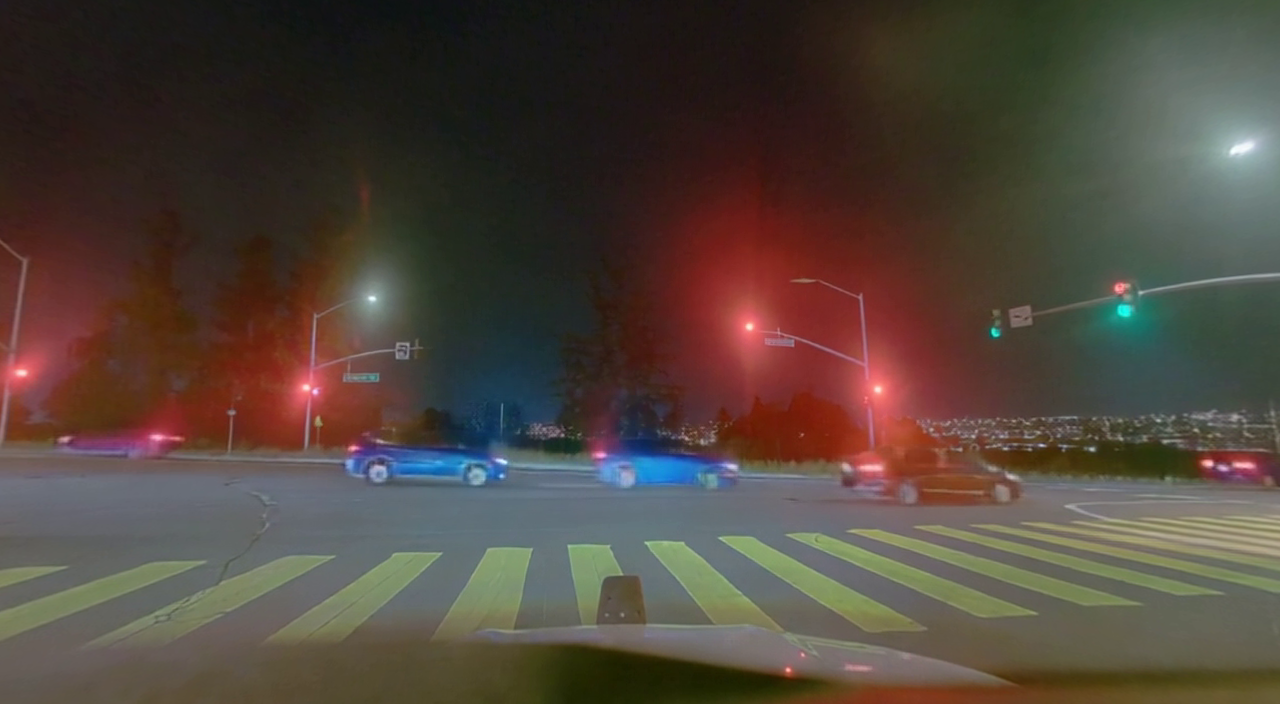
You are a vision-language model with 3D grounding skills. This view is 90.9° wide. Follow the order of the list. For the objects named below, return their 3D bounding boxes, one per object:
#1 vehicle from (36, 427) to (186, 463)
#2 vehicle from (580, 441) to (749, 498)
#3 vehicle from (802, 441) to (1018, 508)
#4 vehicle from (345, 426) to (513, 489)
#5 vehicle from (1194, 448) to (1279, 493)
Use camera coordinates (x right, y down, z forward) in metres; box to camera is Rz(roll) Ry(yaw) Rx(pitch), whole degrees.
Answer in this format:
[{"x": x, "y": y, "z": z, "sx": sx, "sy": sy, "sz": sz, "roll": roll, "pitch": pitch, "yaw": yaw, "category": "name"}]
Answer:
[{"x": -22.454, "y": 3.973, "z": 26.985, "sx": 4.431, "sy": 1.464, "sz": 1.812, "roll": 3, "pitch": -9, "yaw": -18, "category": "vehicle"}, {"x": 0.675, "y": 3.328, "z": 18.242, "sx": 4.475, "sy": 1.496, "sz": 1.861, "roll": 3, "pitch": -9, "yaw": -17, "category": "vehicle"}, {"x": 6.858, "y": 3.052, "z": 16.100, "sx": 4.952, "sy": 1.511, "sz": 1.855, "roll": 2, "pitch": -9, "yaw": -17, "category": "vehicle"}, {"x": -6.539, "y": 3.291, "z": 19.905, "sx": 4.708, "sy": 1.810, "sz": 1.986, "roll": 3, "pitch": -9, "yaw": -18, "category": "vehicle"}, {"x": 26.000, "y": 4.914, "z": 26.442, "sx": 4.626, "sy": 1.710, "sz": 1.891, "roll": 3, "pitch": -9, "yaw": -18, "category": "vehicle"}]
